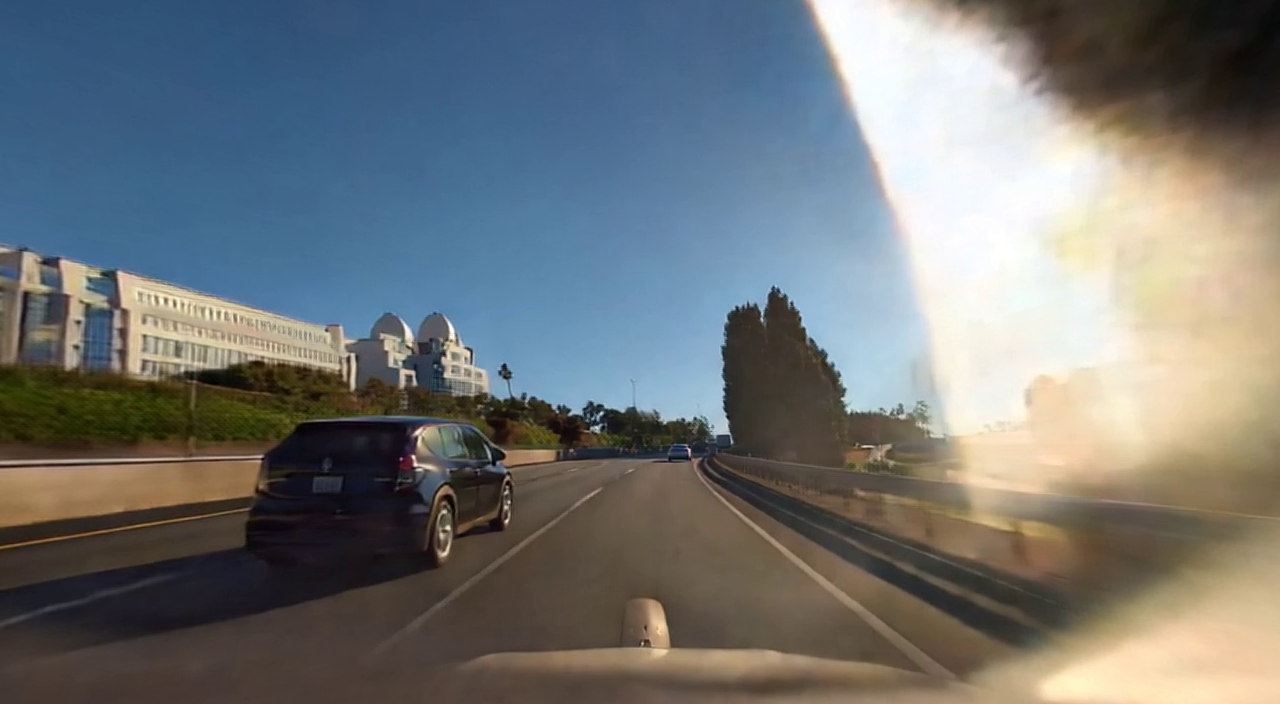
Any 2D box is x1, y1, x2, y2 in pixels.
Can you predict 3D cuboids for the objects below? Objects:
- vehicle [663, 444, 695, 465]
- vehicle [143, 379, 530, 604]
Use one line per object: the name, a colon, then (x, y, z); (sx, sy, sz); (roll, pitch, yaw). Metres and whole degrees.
vehicle: (2.739, 7.256, 44.773); (2.158, 1.458, 3.656); (0, -9, 3)
vehicle: (-2.913, 1.498, 7.656); (2.185, 1.823, 4.854); (0, -9, 1)
